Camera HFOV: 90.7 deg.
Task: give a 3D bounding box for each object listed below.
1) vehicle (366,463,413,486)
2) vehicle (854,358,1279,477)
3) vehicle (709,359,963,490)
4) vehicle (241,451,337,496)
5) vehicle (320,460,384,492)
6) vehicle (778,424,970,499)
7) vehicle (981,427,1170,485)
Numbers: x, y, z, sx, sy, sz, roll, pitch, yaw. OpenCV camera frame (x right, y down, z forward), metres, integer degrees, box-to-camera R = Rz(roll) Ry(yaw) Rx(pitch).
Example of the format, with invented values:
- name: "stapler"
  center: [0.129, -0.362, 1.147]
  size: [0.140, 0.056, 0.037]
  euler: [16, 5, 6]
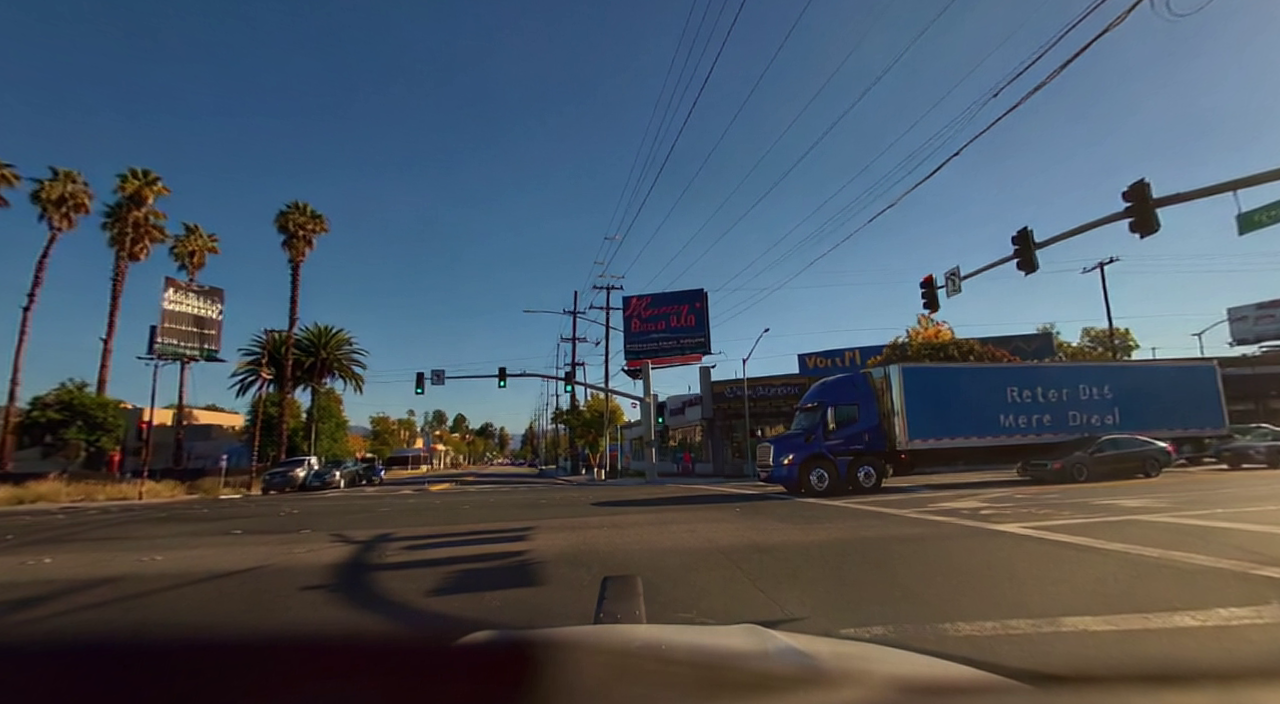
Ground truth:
- name: "vehicle"
  center: [-18.965, 9.263, 48.091]
  size: [1.834, 1.521, 4.970]
  euler: [0, -9, -4]
- name: "vehicle"
  center: [17.207, 2.631, 24.973]
  size: [17.071, 4.151, 2.876]
  euler: [1, -9, -10]
- name: "vehicle"
  center: [6.951, 2.669, 23.162]
  size: [8.167, 4.352, 3.029]
  euler: [1, -9, -10]
- name: "vehicle"
  center: [-22.468, 7.739, 40.933]
  size: [2.989, 2.573, 6.053]
  euler: [0, -9, -3]
- name: "vehicle"
  center: [-18.041, 7.732, 39.908]
  size: [2.028, 1.744, 4.876]
  euler: [0, -9, -5]
- name: "vehicle"
  center: [7.261, 3.425, 19.930]
  size: [5.079, 1.893, 2.200]
  euler: [-2, -10, -10]
- name: "vehicle"
  center: [14.259, 3.430, 20.866]
  size: [4.958, 1.510, 1.949]
  euler: [-2, -10, -9]
